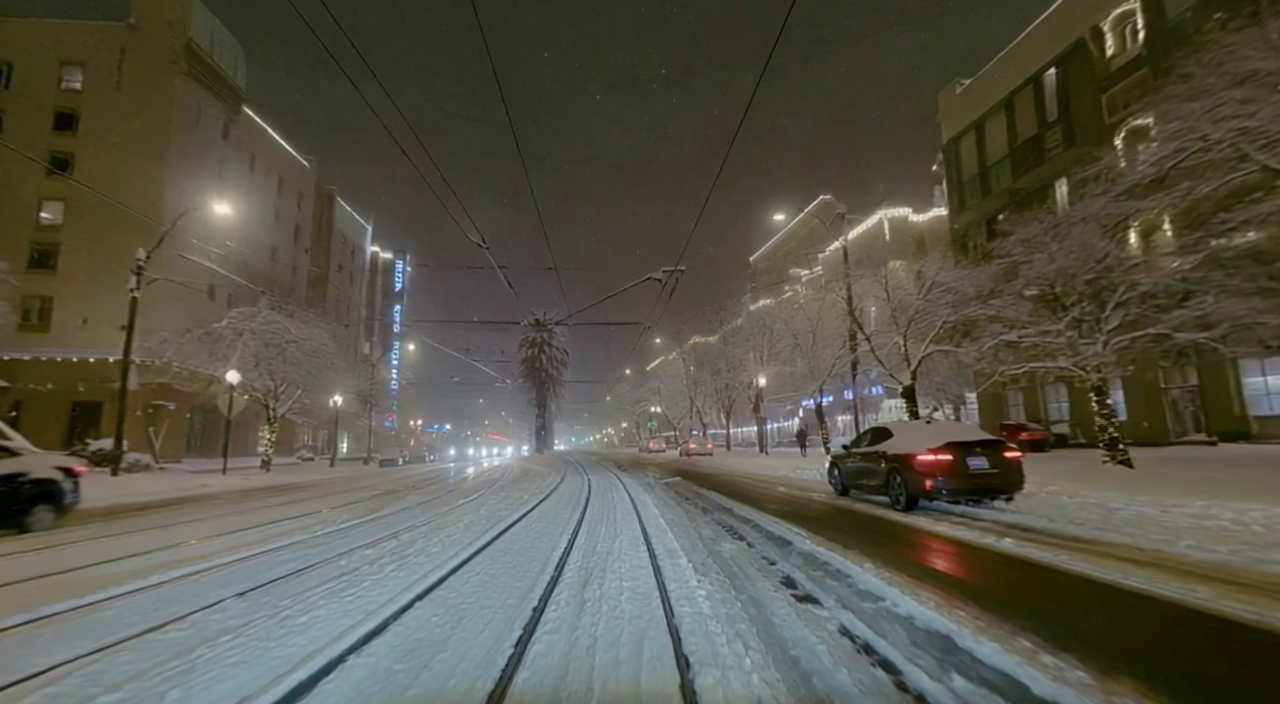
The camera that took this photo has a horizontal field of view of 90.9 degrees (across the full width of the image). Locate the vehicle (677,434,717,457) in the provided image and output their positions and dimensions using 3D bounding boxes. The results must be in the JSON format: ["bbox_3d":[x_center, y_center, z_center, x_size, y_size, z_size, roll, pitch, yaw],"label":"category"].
[{"bbox_3d":[4.426,7.366,49.616,1.995,1.677,4.863,1,-9,-9],"label":"vehicle"}]

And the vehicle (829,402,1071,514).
[{"bbox_3d":[5.492,1.995,12.190,2.114,1.691,5.075,0,-8,0],"label":"vehicle"}]

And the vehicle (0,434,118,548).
[{"bbox_3d":[-10.160,2.002,9.026,1.804,1.620,4.170,0,-8,-1],"label":"vehicle"}]
